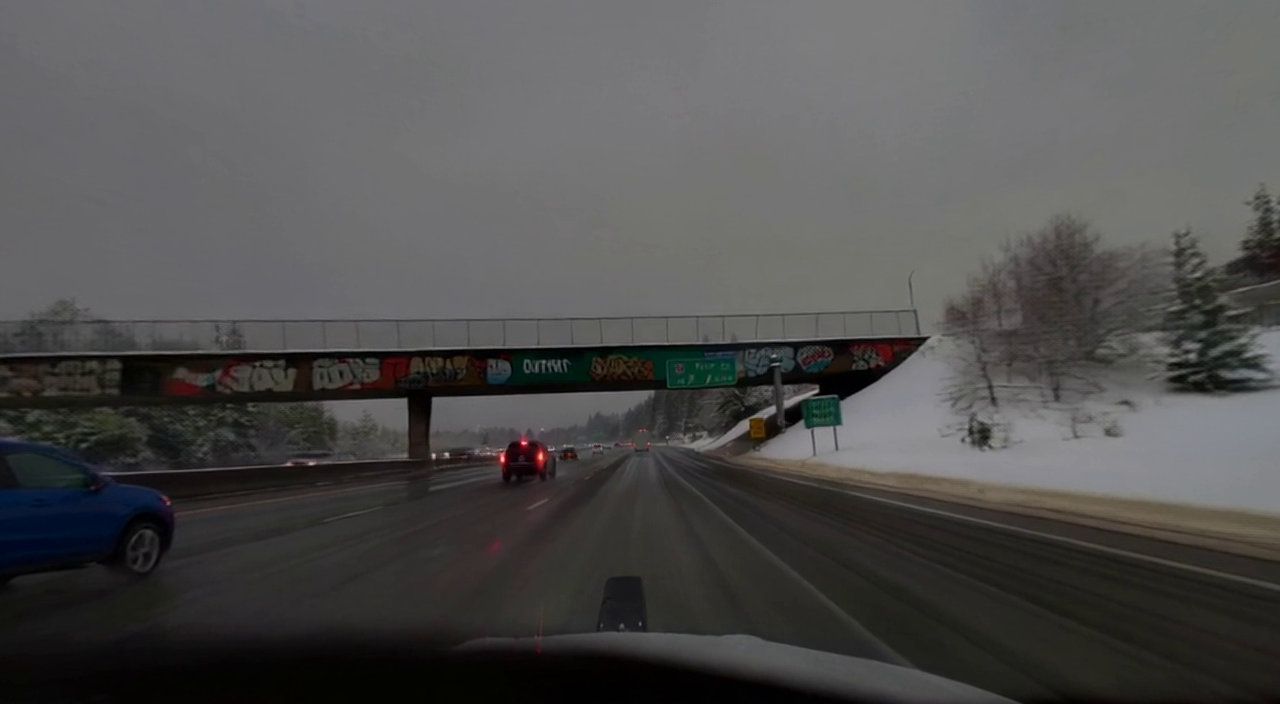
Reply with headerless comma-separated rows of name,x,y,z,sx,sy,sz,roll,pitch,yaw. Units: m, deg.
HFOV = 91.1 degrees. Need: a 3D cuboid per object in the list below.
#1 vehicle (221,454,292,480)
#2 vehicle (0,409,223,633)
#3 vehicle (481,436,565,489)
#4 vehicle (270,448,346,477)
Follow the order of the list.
vehicle,-24.902,7.462,40.979,1.869,1.499,4.328,0,-9,0
vehicle,-5.729,1.322,5.100,1.969,1.633,3.962,0,-9,-1
vehicle,-4.094,3.947,22.770,2.154,1.693,4.394,0,-9,0
vehicle,-21.020,6.995,39.980,2.067,1.676,5.001,0,-9,0
